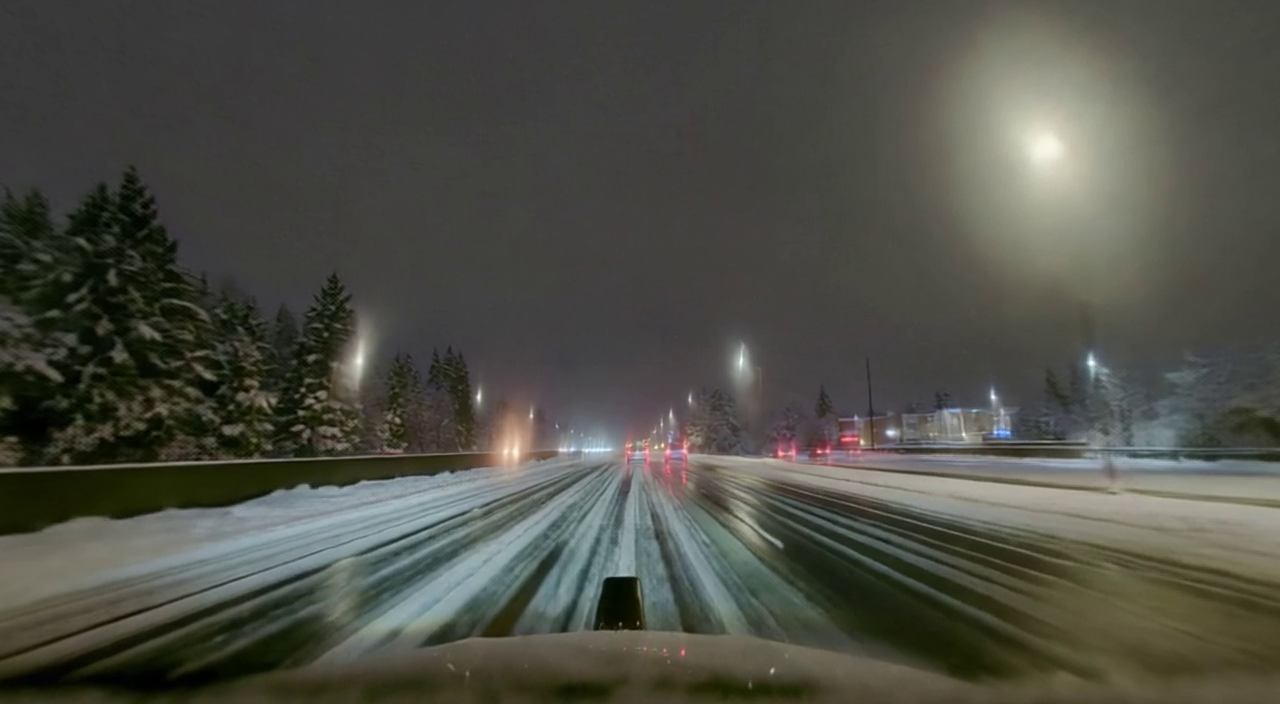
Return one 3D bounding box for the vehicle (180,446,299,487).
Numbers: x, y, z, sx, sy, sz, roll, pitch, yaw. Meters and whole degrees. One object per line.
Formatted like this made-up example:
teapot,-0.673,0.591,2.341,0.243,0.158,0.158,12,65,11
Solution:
vehicle,-14.091,4.021,22.547,1.627,1.232,4.064,0,-8,-1
